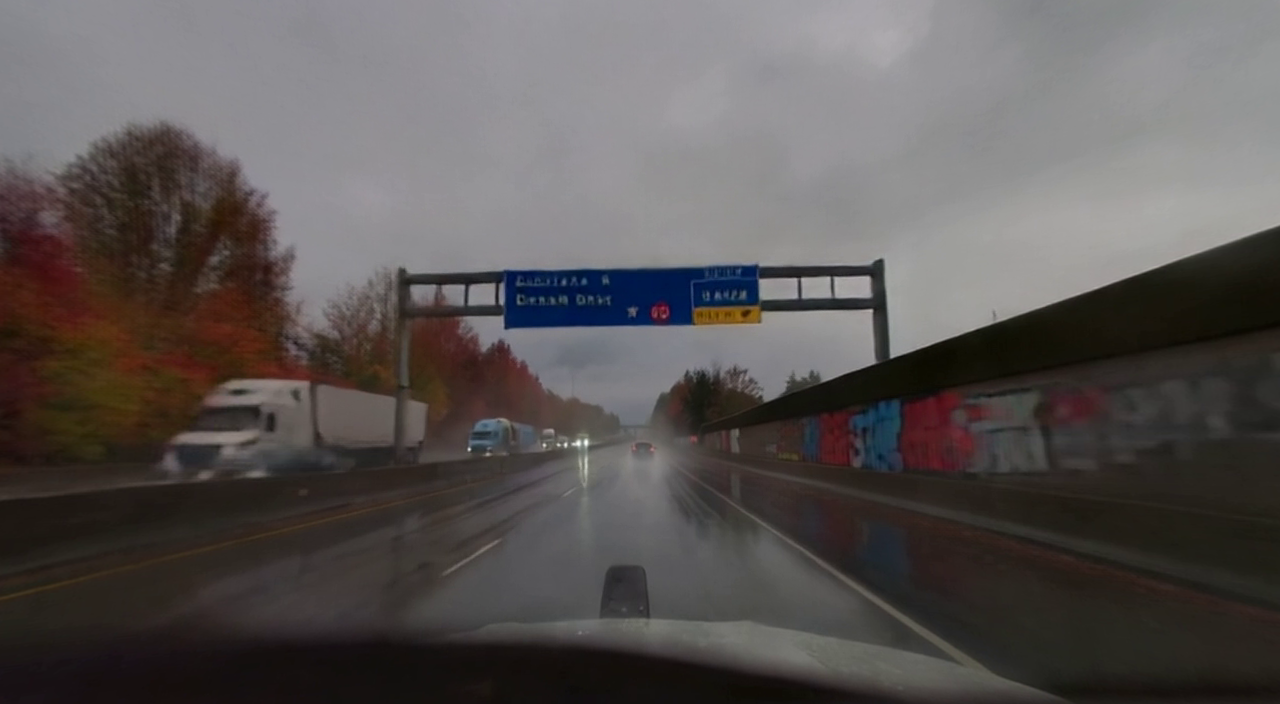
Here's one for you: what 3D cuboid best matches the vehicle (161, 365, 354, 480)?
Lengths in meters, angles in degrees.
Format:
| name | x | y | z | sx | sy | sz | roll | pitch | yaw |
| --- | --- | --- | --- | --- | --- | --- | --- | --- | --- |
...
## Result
| name | x | y | z | sx | sy | sz | roll | pitch | yaw |
| --- | --- | --- | --- | --- | --- | --- | --- | --- | --- |
| vehicle | -15.053 | 2.986 | 25.688 | 3.079 | 4.002 | 7.219 | 1 | -8 | 1 |

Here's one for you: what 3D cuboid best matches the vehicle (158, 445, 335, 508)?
| name | x | y | z | sx | sy | sz | roll | pitch | yaw |
| --- | --- | --- | --- | --- | --- | --- | --- | --- | --- |
| vehicle | -10.505 | 3.305 | 17.306 | 1.897 | 1.452 | 4.508 | 0 | -8 | 1 |
